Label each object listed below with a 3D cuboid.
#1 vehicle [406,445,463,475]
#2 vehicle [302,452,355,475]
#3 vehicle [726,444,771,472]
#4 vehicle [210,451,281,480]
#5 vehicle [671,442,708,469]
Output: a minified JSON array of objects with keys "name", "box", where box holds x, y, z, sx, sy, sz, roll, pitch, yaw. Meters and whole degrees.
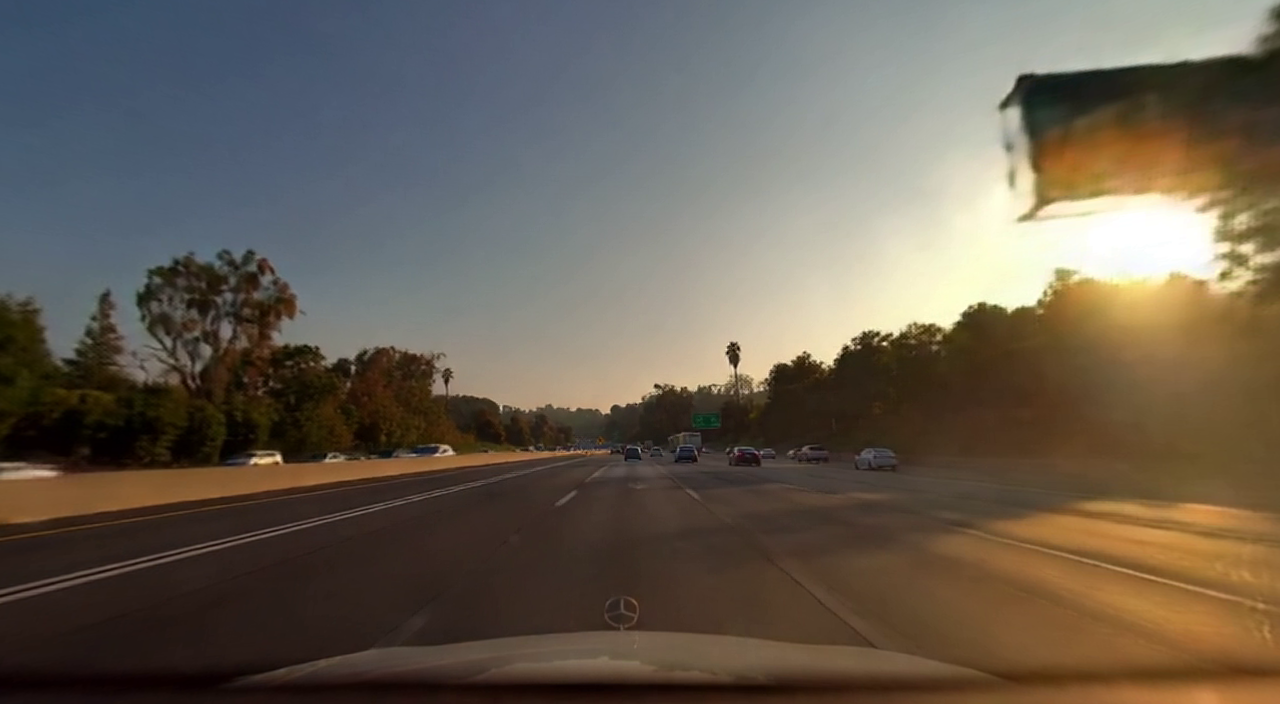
[{"name":"vehicle","box":[-12.804,6.728,39.544,2.032,1.779,4.704,0,-8,0]},{"name":"vehicle","box":[-23.973,8.592,48.627,1.844,1.634,4.487,0,-8,0]},{"name":"vehicle","box":[6.721,6.582,39.461,1.902,1.623,4.360,0,-8,-2]},{"name":"vehicle","box":[-27.862,8.004,44.662,1.972,1.874,4.694,0,-8,-1]},{"name":"vehicle","box":[3.193,6.818,41.556,2.035,1.704,3.867,0,-8,-2]}]
